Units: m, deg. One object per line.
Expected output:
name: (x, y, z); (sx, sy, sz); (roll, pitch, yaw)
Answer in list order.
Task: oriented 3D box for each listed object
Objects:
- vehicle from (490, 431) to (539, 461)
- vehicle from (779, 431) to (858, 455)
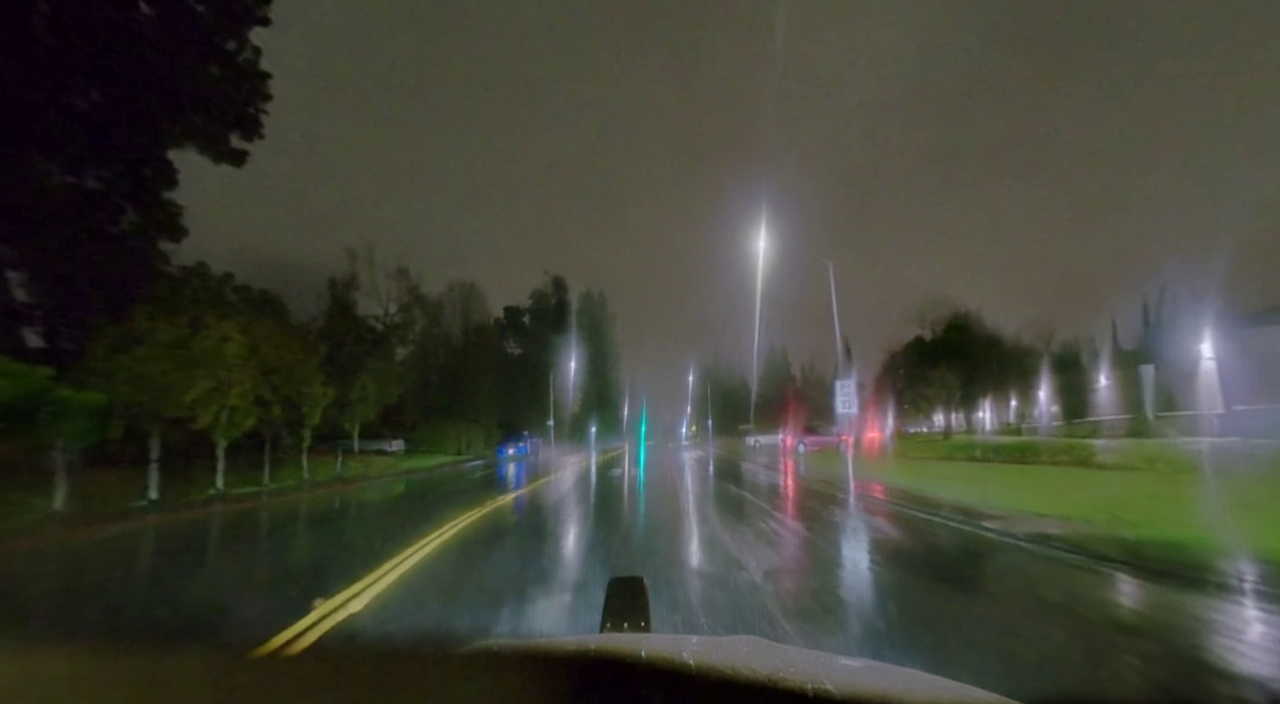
vehicle: (-8.176, 6.149, 41.449); (2.142, 1.723, 4.275); (-3, -7, 2)
vehicle: (11.345, 5.814, 40.290); (4.460, 1.456, 1.804); (-1, -8, 3)
